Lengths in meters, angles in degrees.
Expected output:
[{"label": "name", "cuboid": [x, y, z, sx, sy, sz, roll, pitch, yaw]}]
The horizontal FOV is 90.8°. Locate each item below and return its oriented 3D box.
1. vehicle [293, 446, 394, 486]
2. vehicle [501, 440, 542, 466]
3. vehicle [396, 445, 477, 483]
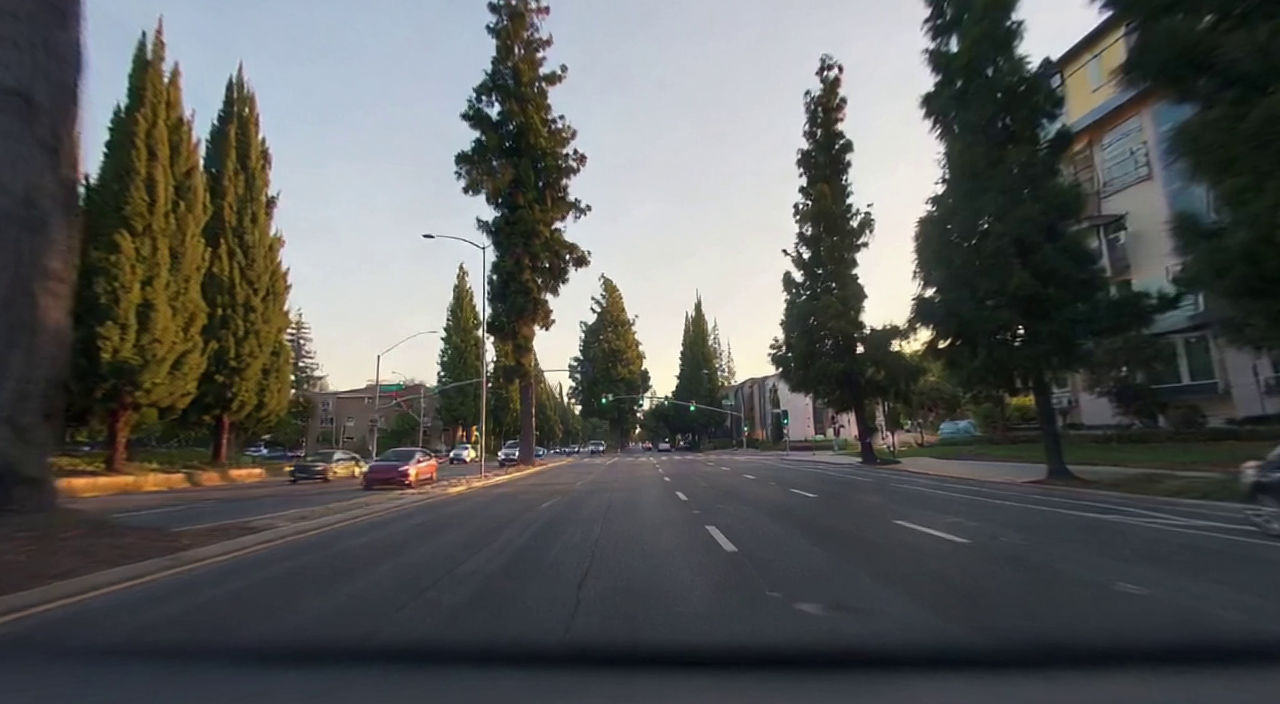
[{"label": "vehicle", "cuboid": [-12.075, 4.636, 26.117, 1.969, 1.490, 4.488, 0, -8, 0]}, {"label": "vehicle", "cuboid": [-8.614, 7.373, 46.291, 2.131, 1.836, 4.670, 0, -8, 0]}, {"label": "vehicle", "cuboid": [-8.468, 4.664, 26.707, 1.899, 1.465, 4.443, 0, -8, 0]}]
